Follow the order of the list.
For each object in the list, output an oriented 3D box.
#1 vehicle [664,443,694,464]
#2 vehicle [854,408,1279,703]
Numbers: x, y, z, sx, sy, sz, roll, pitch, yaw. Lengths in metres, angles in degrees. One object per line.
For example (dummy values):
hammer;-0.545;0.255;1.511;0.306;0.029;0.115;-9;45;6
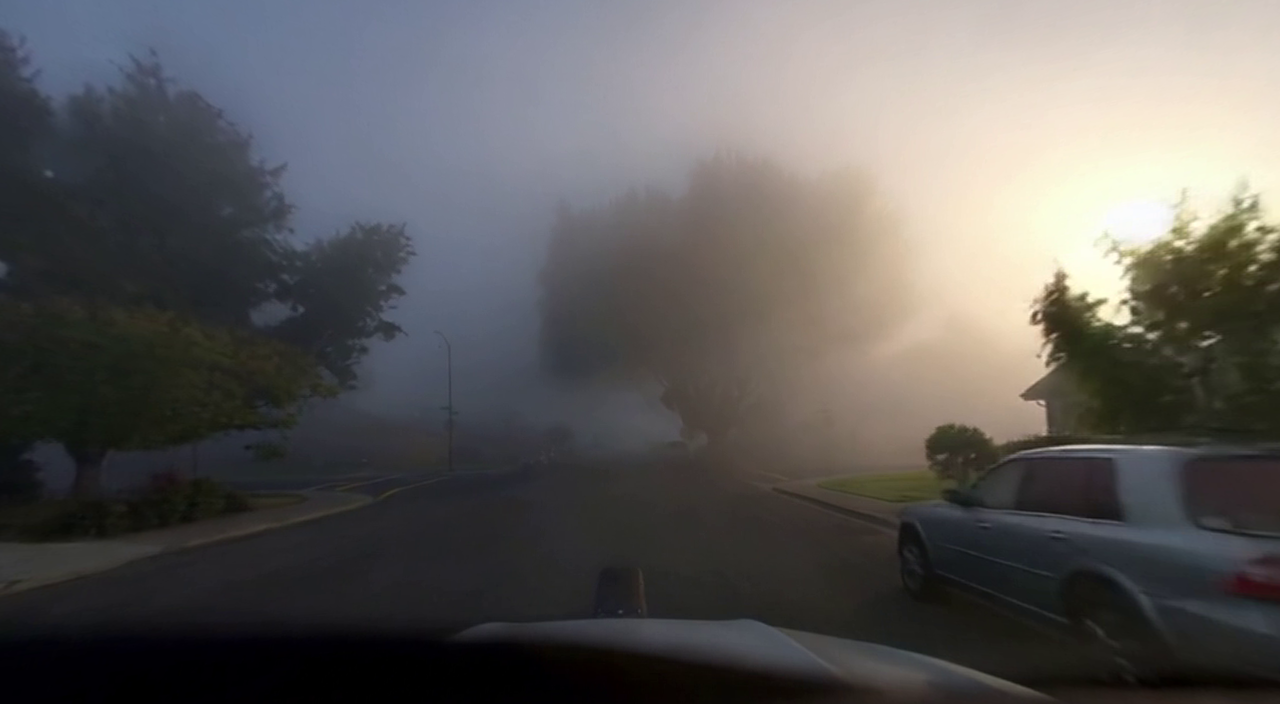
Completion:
vehicle;2.937;7.819;48.758;1.881;1.487;4.183;0;-8;-2
vehicle;3.255;1.230;4.231;1.986;1.476;4.306;0;-8;-2
